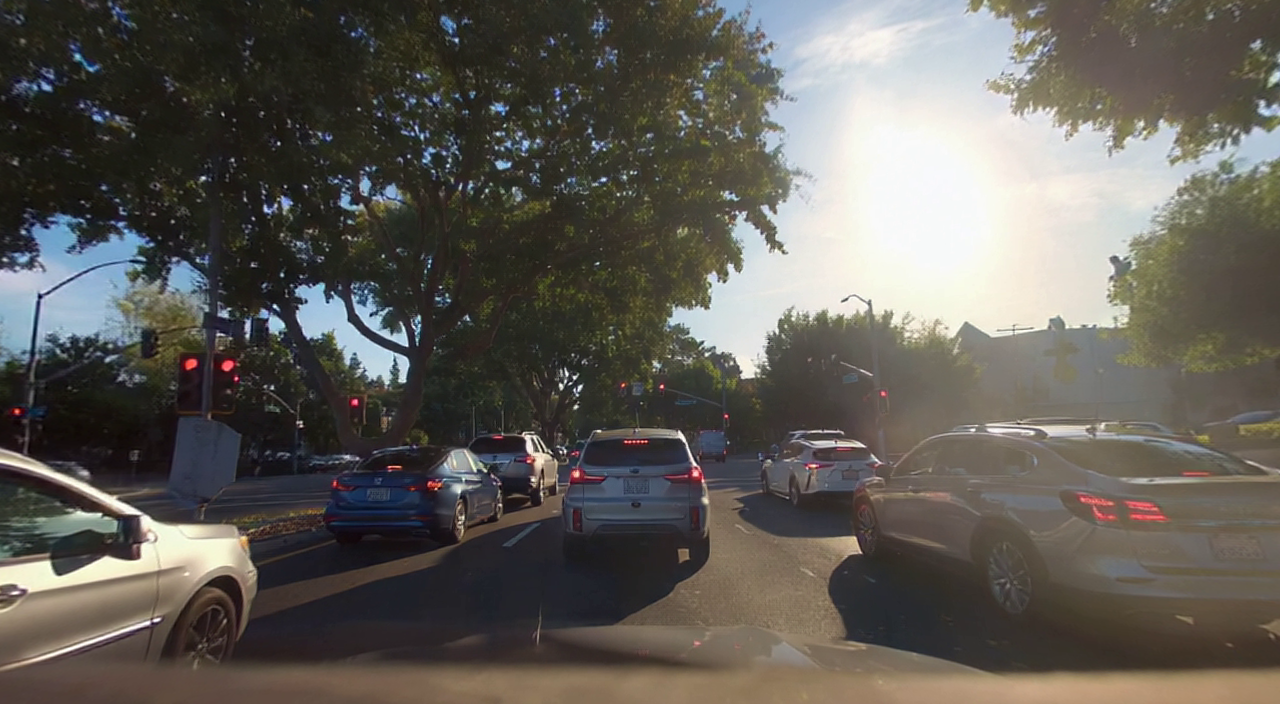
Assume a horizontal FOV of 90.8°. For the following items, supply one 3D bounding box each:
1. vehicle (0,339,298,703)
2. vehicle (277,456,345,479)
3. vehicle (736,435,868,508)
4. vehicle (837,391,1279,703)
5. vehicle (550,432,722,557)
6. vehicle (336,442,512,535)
[{"bbox_3d":[-3.641,0.836,2.551,2.047,1.764,4.369,0,-8,0],"label":"vehicle"},{"bbox_3d":[-25.275,8.865,48.631,4.310,1.674,1.937,-2,-9,12],"label":"vehicle"},{"bbox_3d":[3.667,2.779,15.242,1.922,1.472,4.440,0,-8,-1],"label":"vehicle"},{"bbox_3d":[3.405,1.309,5.422,1.933,1.564,4.600,0,-8,0],"label":"vehicle"},{"bbox_3d":[-0.061,2.003,9.595,2.061,1.470,3.970,0,-8,0],"label":"vehicle"},{"bbox_3d":[-3.907,2.511,12.337,1.919,1.459,4.371,0,-8,-1],"label":"vehicle"}]
